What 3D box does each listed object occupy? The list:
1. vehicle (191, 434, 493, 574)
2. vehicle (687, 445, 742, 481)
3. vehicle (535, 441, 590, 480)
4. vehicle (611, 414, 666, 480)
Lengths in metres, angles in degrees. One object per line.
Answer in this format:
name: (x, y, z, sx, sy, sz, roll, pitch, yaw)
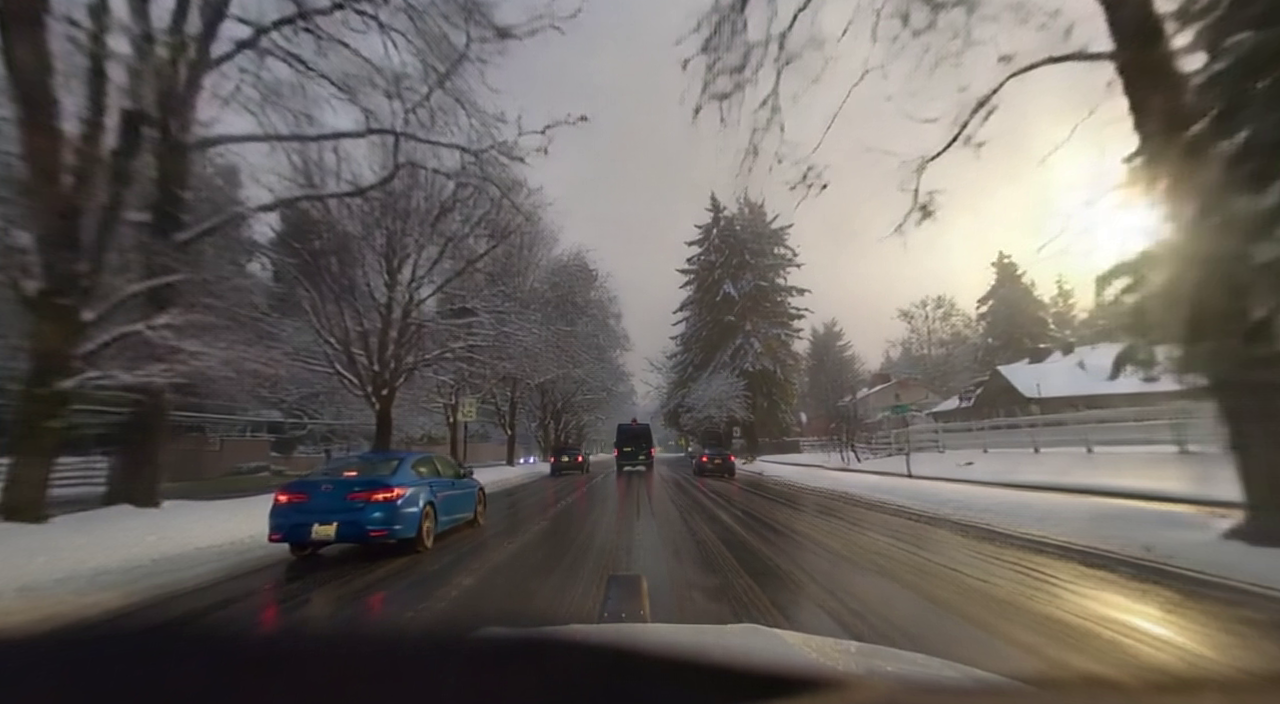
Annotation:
vehicle: (-3.729, 1.983, 9.064, 2.036, 1.474, 4.647, 0, -9, 1)
vehicle: (3.300, 5.017, 28.633, 1.945, 1.469, 4.258, 0, -9, -1)
vehicle: (-3.628, 5.149, 30.031, 2.021, 1.715, 4.329, 0, -9, 1)
vehicle: (-0.148, 4.436, 29.357, 2.311, 2.726, 5.814, 0, -9, -2)
